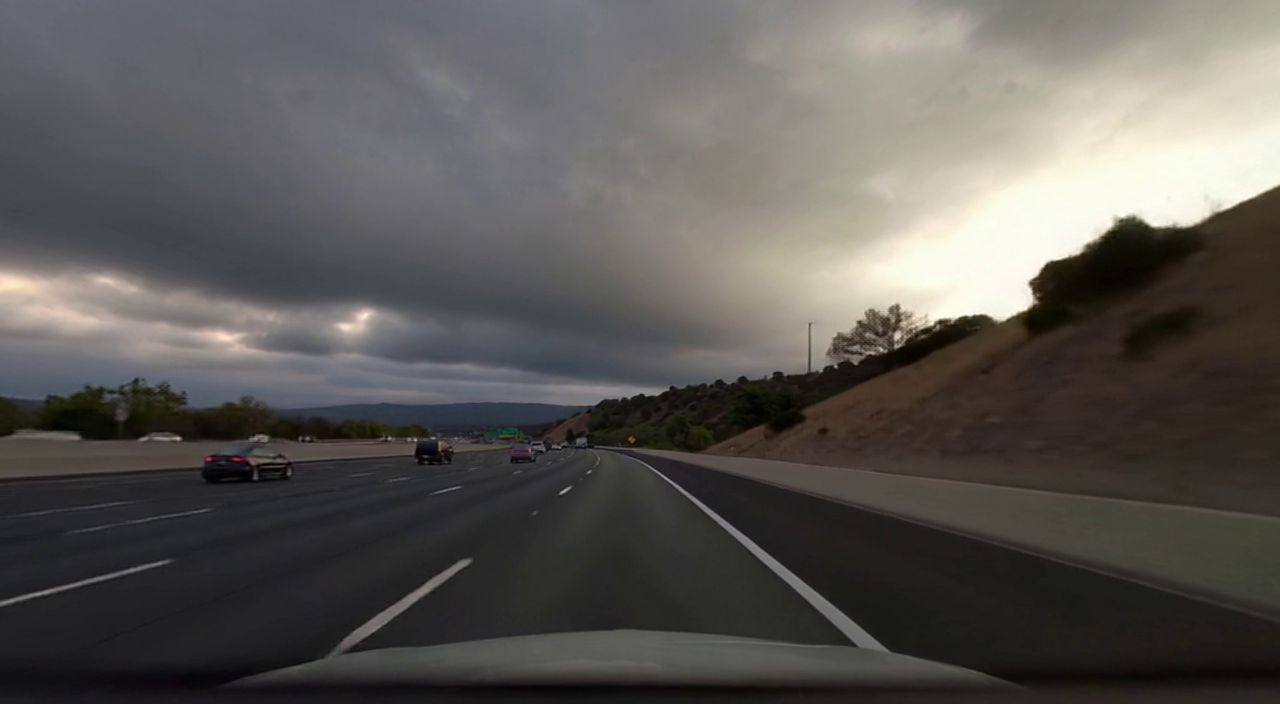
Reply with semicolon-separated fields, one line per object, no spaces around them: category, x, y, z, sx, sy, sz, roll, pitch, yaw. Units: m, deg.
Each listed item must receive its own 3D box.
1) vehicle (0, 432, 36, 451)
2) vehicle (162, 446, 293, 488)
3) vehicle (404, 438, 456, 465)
vehicle;-49.754;6.964;49.190;1.679;1.441;3.814;0;-9;-2
vehicle;-15.491;4.313;24.078;1.955;1.429;4.575;0;-9;-1
vehicle;-16.041;7.651;48.567;2.240;1.953;5.452;0;-9;-2
